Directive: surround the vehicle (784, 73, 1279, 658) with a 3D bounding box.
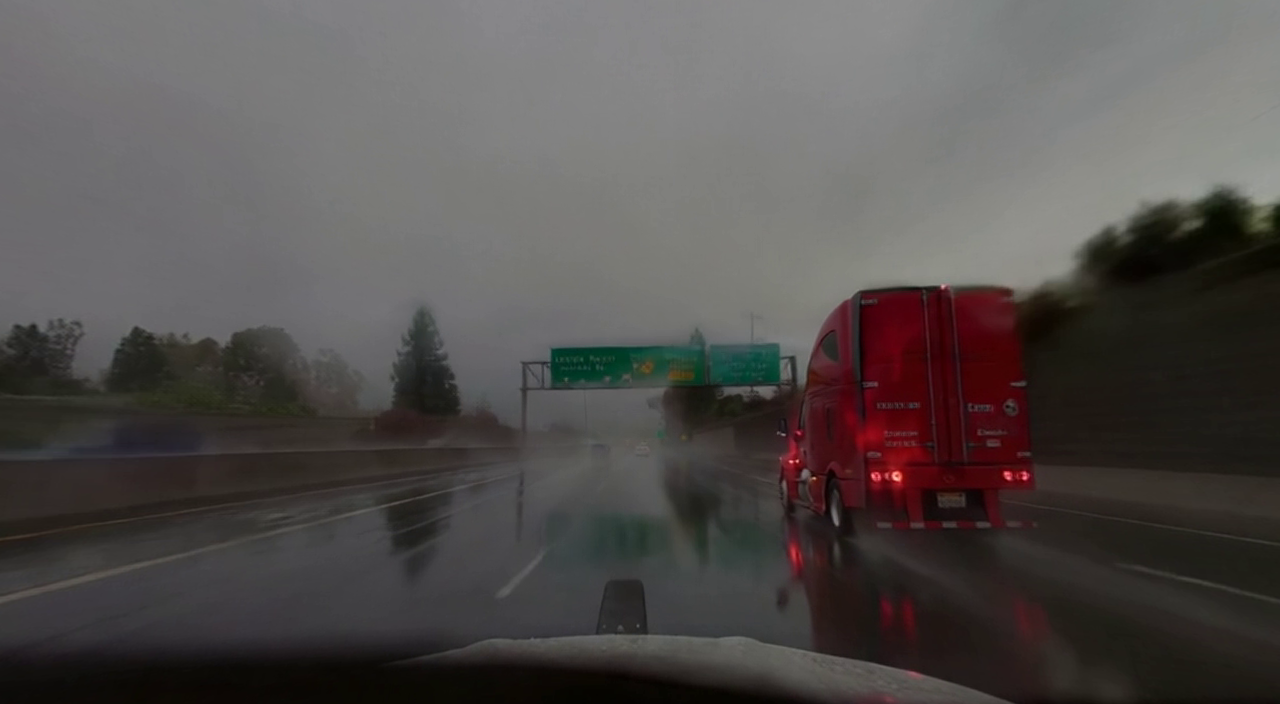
[{"bbox_3d":[4.047,0.494,7.915,3.042,4.037,7.253,0,-8,3],"label":"vehicle"}]

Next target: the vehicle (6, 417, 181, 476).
[{"bbox_3d":[-14.526,2.543,17.024,1.553,1.422,3.461,0,-8,1],"label":"vehicle"}]
